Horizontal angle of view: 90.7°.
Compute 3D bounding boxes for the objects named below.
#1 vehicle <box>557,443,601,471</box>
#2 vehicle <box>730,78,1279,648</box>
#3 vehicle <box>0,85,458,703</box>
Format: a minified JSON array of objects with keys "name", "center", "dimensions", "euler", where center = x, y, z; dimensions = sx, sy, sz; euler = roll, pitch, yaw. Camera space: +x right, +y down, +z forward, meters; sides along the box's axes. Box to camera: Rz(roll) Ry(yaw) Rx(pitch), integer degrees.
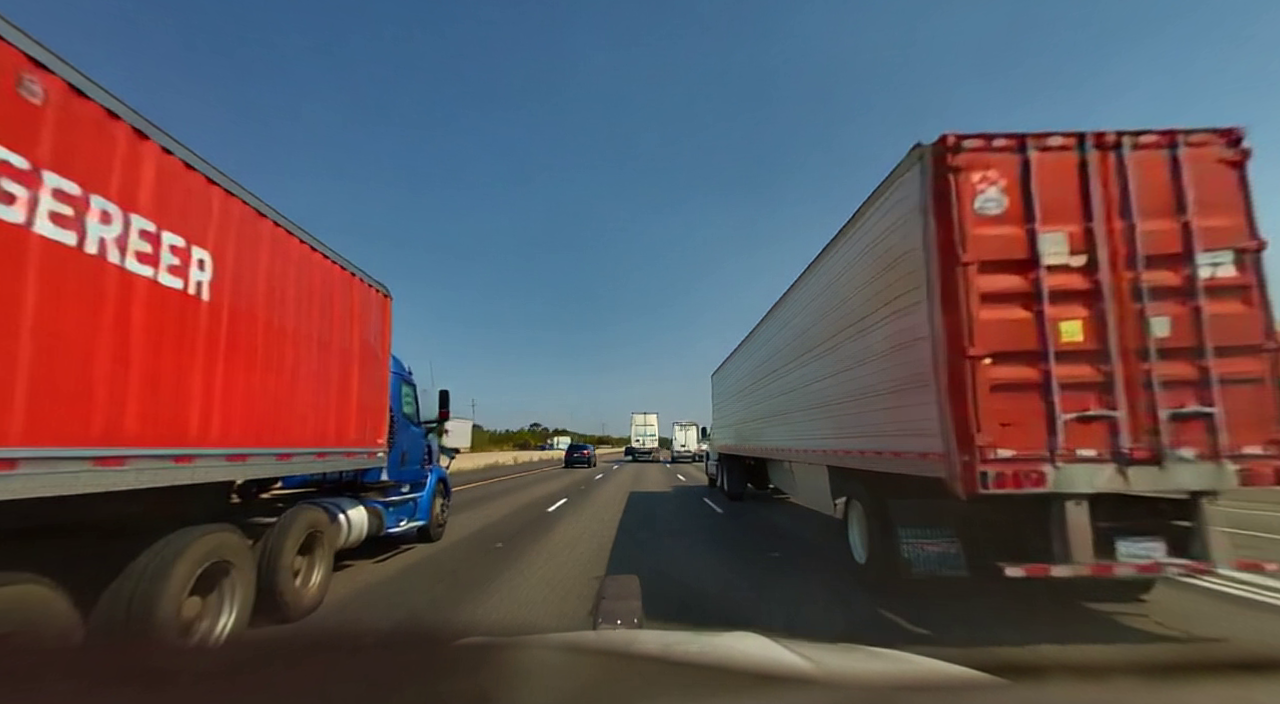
[{"name":"vehicle","center":[-3.417,5.940,36.124],"dimensions":[2.024,1.472,4.014],"euler":[-1,-9,2]},{"name":"vehicle","center":[4.018,0.930,10.992],"dimensions":[2.951,3.974,13.340],"euler":[-1,-9,0]},{"name":"vehicle","center":[-3.881,0.791,5.734],"dimensions":[2.557,2.855,6.674],"euler":[0,-9,-1]}]
